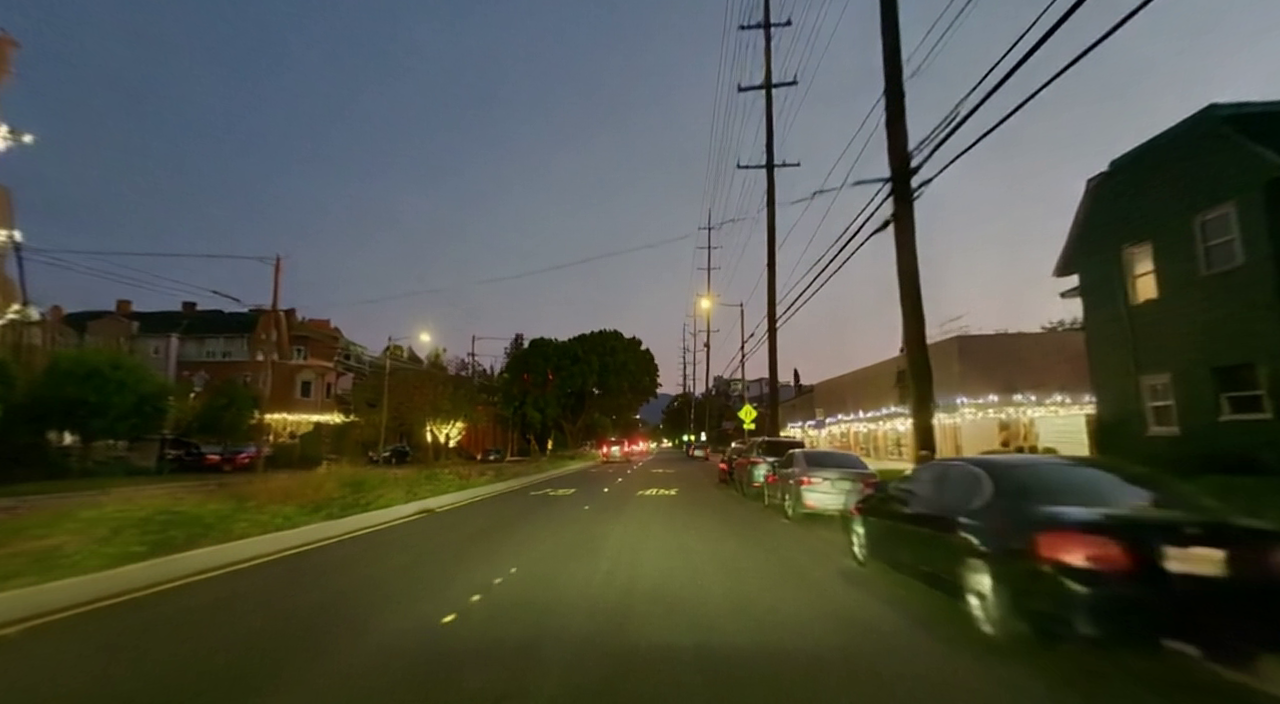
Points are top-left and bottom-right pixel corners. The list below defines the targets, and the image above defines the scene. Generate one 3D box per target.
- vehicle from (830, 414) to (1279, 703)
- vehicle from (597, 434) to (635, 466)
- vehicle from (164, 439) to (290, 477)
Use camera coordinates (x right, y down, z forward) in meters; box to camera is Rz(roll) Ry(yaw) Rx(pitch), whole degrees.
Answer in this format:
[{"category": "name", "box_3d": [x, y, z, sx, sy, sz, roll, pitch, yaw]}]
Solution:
[{"category": "vehicle", "box_3d": [3.145, 1.354, 4.925, 1.985, 1.500, 4.654, 0, -8, 2]}, {"category": "vehicle", "box_3d": [-1.520, 6.514, 42.080, 2.202, 1.961, 4.980, 0, -8, 2]}, {"category": "vehicle", "box_3d": [-22.132, 5.694, 34.046, 5.252, 1.925, 2.061, 3, -9, -19]}]
